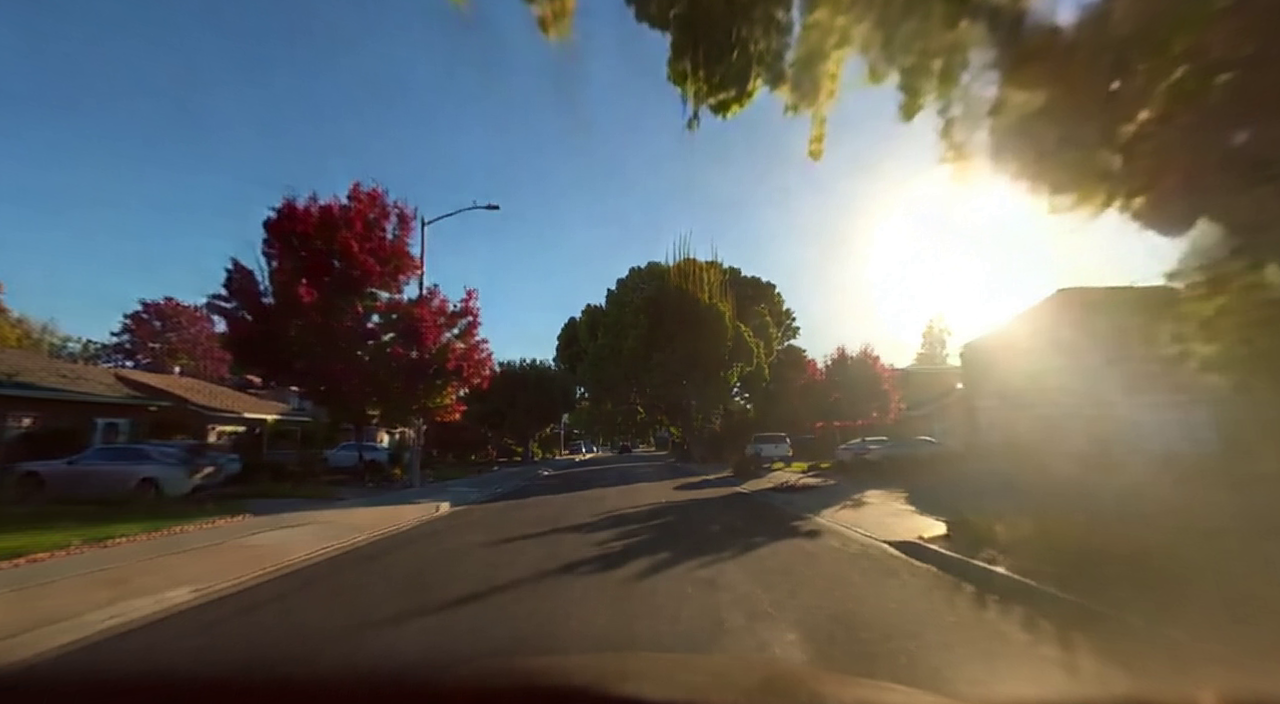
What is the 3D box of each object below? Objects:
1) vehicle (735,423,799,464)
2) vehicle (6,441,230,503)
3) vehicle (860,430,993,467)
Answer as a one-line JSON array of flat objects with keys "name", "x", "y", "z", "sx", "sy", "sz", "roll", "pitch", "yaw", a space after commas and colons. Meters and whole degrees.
[{"name": "vehicle", "x": 6.759, "y": 4.937, "z": 34.138, "sx": 2.233, "sy": 1.923, "sz": 4.848, "roll": -4, "pitch": -8, "yaw": -2}, {"name": "vehicle", "x": -13.760, "y": 3.161, "z": 16.908, "sx": 4.190, "sy": 1.529, "sz": 1.880, "roll": 0, "pitch": -8, "yaw": -4}, {"name": "vehicle", "x": 12.053, "y": 4.091, "z": 26.792, "sx": 4.686, "sy": 1.466, "sz": 1.869, "roll": 0, "pitch": -8, "yaw": -1}]
